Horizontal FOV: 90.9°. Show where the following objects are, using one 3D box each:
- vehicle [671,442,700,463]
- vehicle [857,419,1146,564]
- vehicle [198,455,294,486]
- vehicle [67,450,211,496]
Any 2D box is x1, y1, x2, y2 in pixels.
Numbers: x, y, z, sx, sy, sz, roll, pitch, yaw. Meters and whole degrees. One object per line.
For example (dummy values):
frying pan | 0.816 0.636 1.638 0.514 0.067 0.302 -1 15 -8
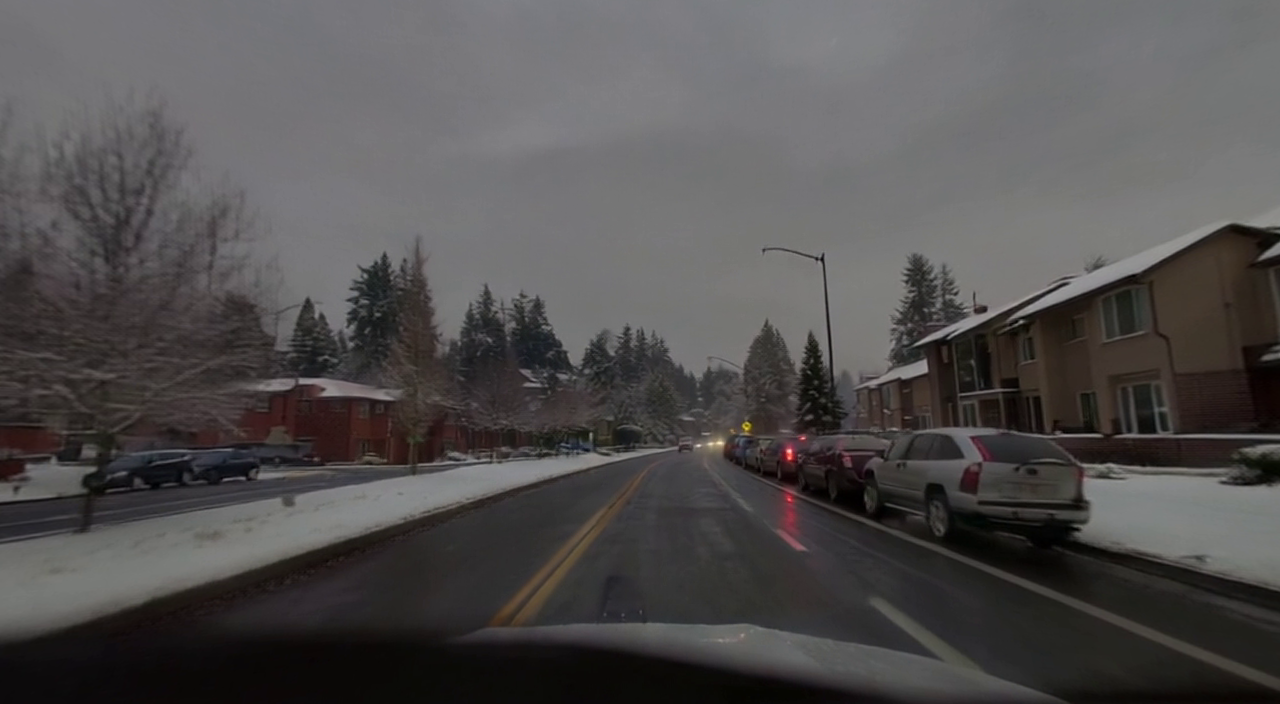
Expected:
vehicle | 3.425 7.435 46.688 2.011 1.480 4.170 -1 -8 5
vehicle | 4.892 1.915 9.382 2.011 1.649 4.001 0 -8 2
vehicle | -21.533 6.479 34.717 1.909 1.451 4.757 -1 -8 4
vehicle | -22.273 5.361 28.356 2.060 1.814 5.097 -1 -8 3
